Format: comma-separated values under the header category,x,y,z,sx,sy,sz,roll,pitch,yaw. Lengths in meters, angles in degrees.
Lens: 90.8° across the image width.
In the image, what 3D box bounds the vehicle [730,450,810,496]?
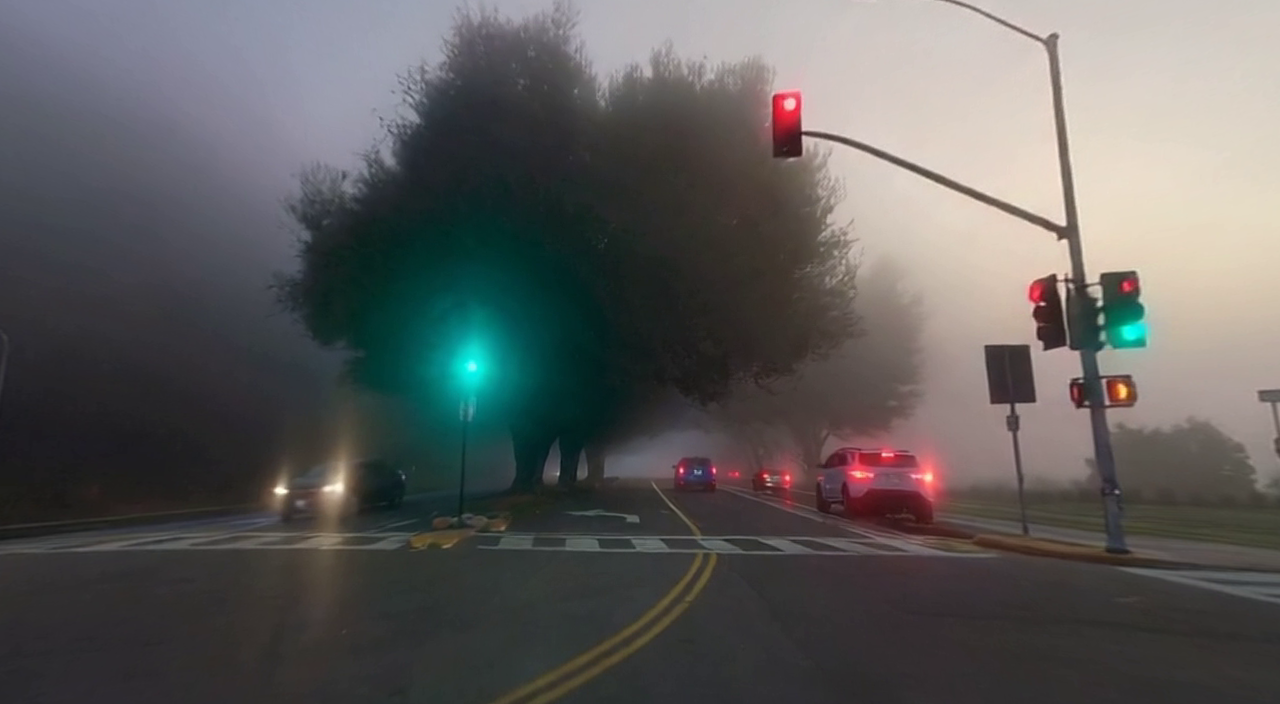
category,x,y,z,sx,sy,sz,roll,pitch,yaw
vehicle,7.524,7.074,37.608,2.802,2.409,6.553,1,-9,-6

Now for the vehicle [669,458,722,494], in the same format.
category,x,y,z,sx,sy,sz,roll,pitch,yaw
vehicle,2.806,6.420,33.014,2.140,1.655,4.786,0,-9,-2

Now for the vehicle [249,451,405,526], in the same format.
category,x,y,z,sx,sy,sz,roll,pitch,yaw
vehicle,-8.508,3.693,17.772,2.049,1.786,4.557,0,-9,0

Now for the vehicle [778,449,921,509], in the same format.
category,x,y,z,sx,sy,sz,roll,pitch,yaw
vehicle,8.820,5.405,27.708,2.771,2.214,7.159,1,-9,-10
